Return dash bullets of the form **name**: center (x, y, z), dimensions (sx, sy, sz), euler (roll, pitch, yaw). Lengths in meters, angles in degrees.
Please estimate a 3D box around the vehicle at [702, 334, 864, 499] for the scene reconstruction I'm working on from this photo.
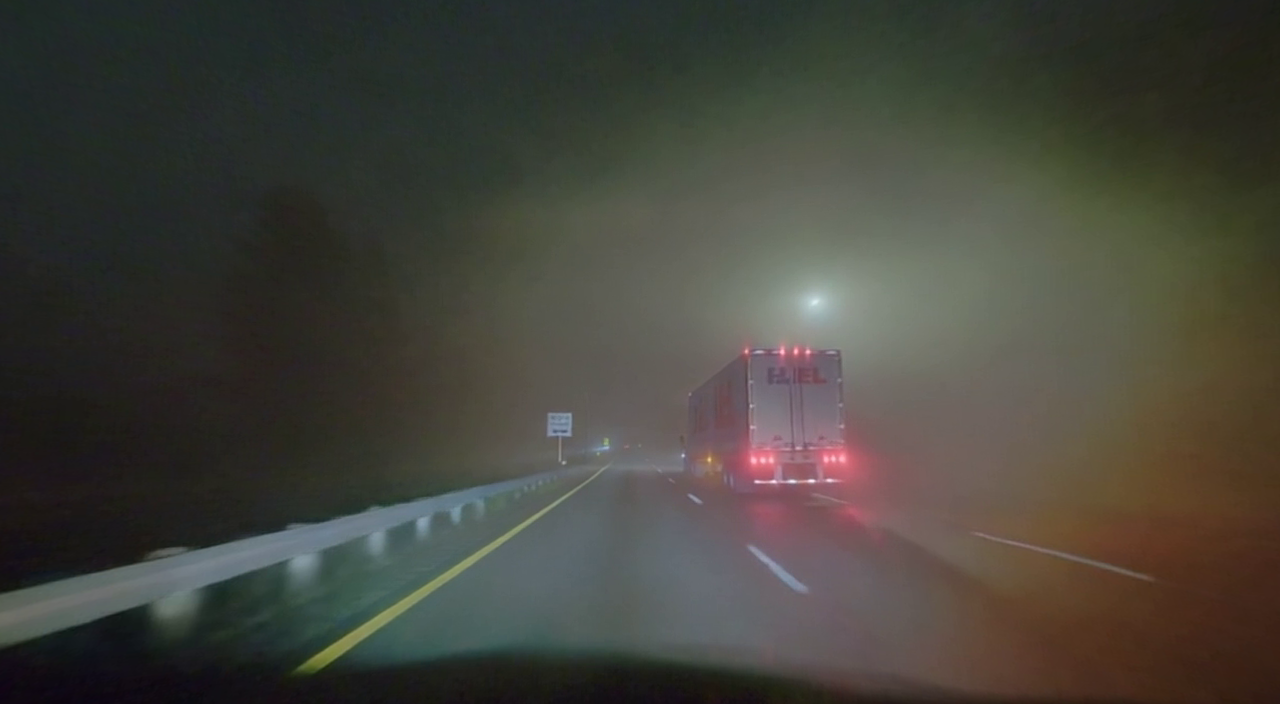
- **vehicle**: center (3.921, 2.187, 19.648), dimensions (2.879, 4.075, 8.126), euler (0, -9, -2)
